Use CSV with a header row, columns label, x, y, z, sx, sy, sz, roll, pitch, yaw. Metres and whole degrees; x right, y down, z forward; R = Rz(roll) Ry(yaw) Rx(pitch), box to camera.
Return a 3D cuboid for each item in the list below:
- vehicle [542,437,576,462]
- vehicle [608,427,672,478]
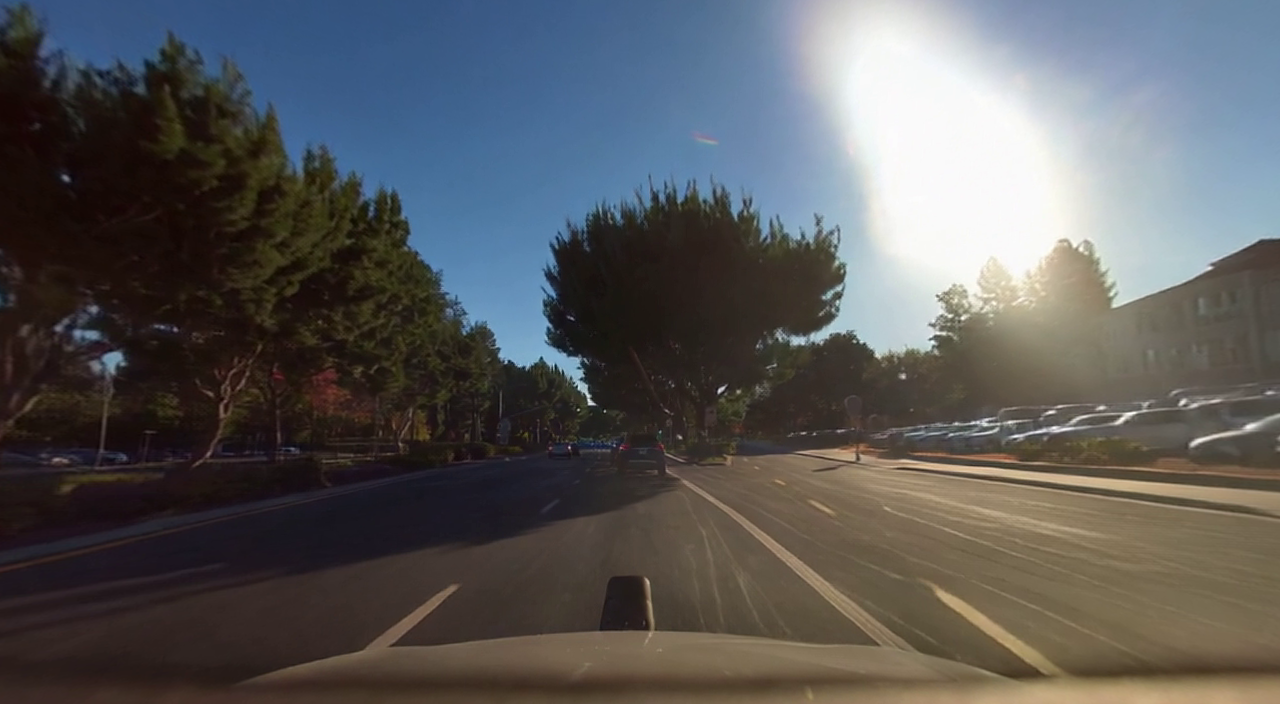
label,x,y,z,sx,sy,sz,roll,pitch,yaw
vehicle,-5.348,6.480,41.981,1.950,1.563,3.727,0,-8,-2
vehicle,-0.067,3.673,23.128,2.135,1.691,3.884,0,-8,-2
